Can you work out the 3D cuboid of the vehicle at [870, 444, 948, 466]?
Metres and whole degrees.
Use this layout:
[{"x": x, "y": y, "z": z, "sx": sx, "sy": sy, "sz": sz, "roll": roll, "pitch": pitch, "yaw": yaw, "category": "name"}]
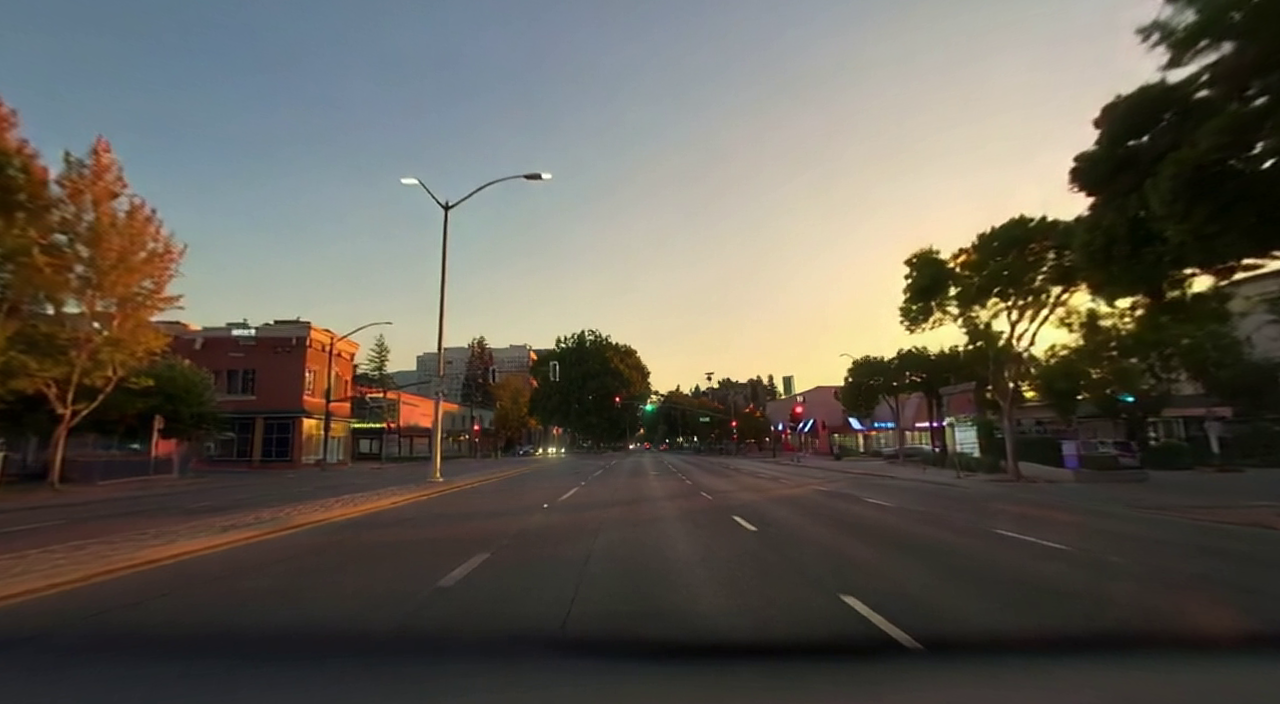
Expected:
[{"x": 18.859, "y": 7.214, "z": 44.393, "sx": 4.545, "sy": 1.511, "sz": 1.935, "roll": 0, "pitch": -9, "yaw": -4, "category": "vehicle"}]
